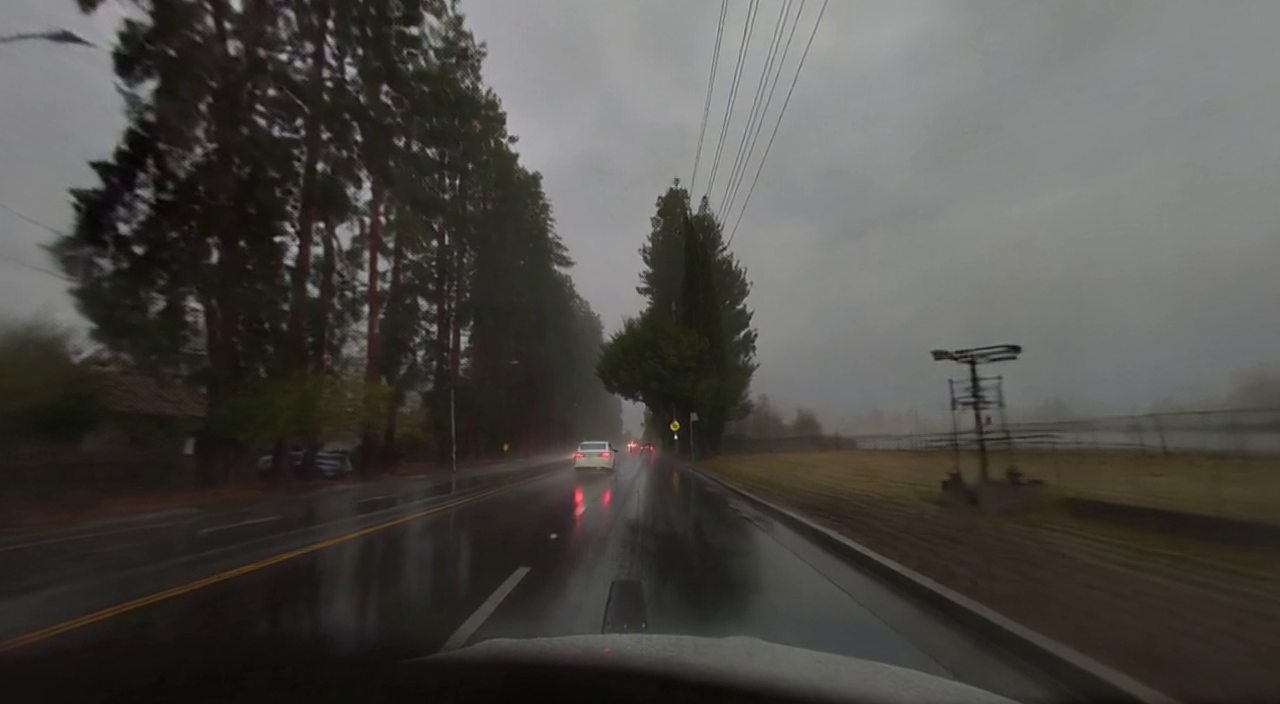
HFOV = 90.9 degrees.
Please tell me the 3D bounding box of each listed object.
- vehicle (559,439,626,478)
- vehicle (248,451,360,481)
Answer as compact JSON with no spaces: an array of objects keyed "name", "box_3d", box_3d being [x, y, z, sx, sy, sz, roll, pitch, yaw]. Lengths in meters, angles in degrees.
[{"name":"vehicle","box_3d":[-1.845,4.333,25.884,2.153,1.461,4.374,-1,-8,3]},{"name":"vehicle","box_3d":[-17.999,6.119,33.933,4.916,1.474,2.008,0,-8,1]}]
